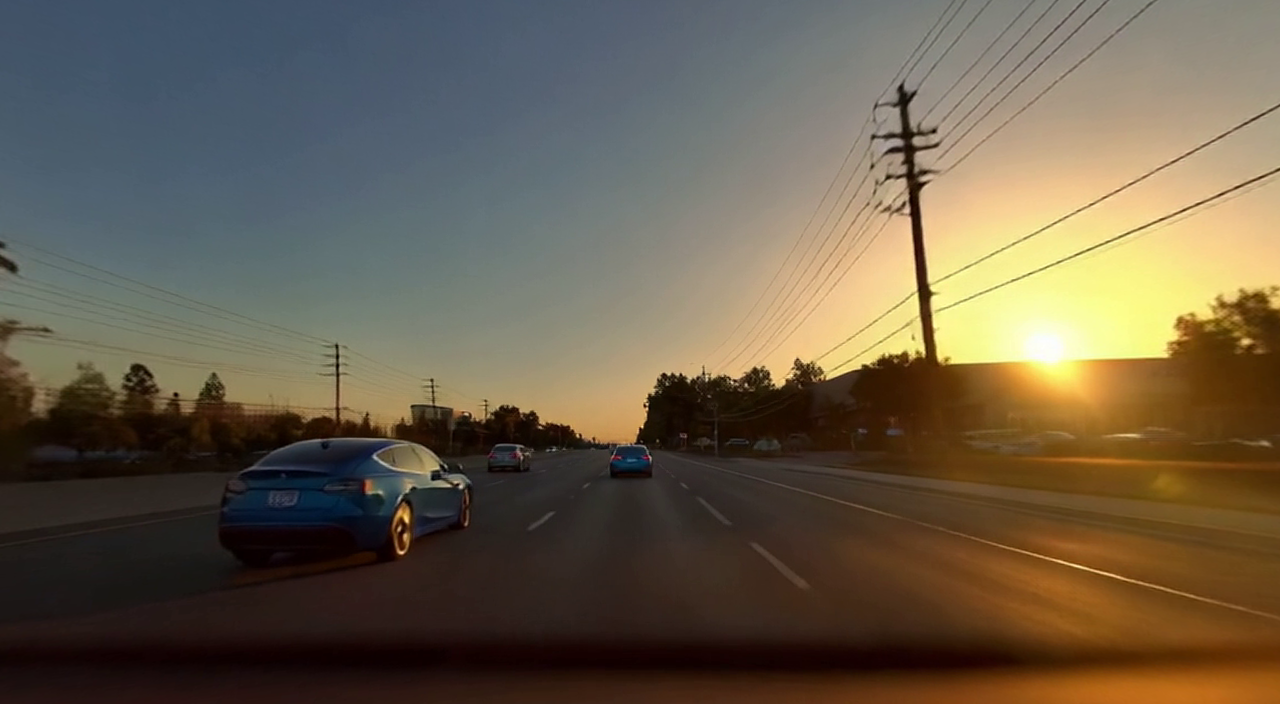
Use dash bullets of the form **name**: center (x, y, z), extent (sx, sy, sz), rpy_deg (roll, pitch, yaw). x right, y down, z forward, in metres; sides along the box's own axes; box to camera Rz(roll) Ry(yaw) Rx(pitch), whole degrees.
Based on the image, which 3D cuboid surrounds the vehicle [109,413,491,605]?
- **vehicle**: center (-3.456, 1.695, 7.846), extent (1.985, 1.607, 4.892), rpy_deg (0, -8, 1)

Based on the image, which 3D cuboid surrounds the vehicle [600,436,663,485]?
- **vehicle**: center (-0.289, 4.071, 23.998), extent (2.189, 1.652, 4.135), rpy_deg (0, -8, 0)

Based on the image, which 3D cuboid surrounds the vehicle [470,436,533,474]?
- **vehicle**: center (-7.208, 5.424, 33.479), extent (2.203, 1.819, 4.547), rpy_deg (0, -8, 1)
